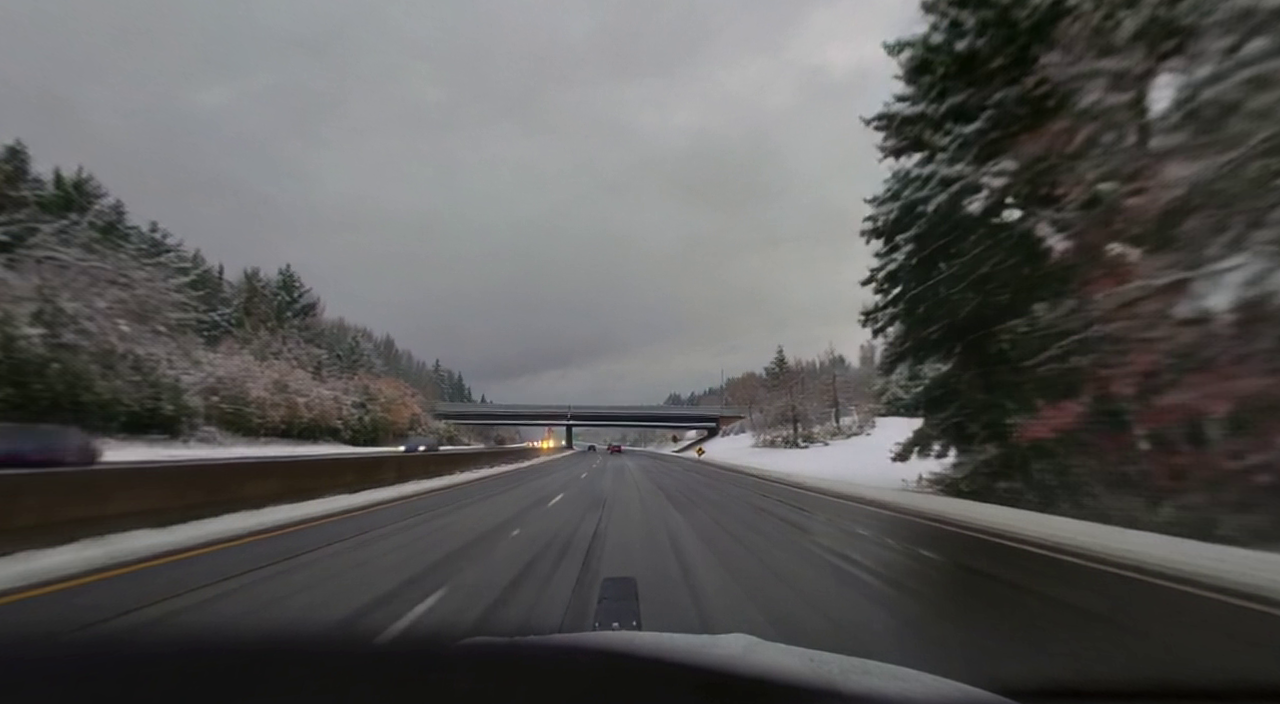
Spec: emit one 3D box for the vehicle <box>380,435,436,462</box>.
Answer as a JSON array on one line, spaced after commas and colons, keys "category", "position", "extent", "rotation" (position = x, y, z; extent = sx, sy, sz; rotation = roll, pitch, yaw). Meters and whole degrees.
[{"category": "vehicle", "position": [-13.604, 5.703, 37.008], "extent": [1.831, 1.475, 4.243], "rotation": [0, -9, -2]}]
